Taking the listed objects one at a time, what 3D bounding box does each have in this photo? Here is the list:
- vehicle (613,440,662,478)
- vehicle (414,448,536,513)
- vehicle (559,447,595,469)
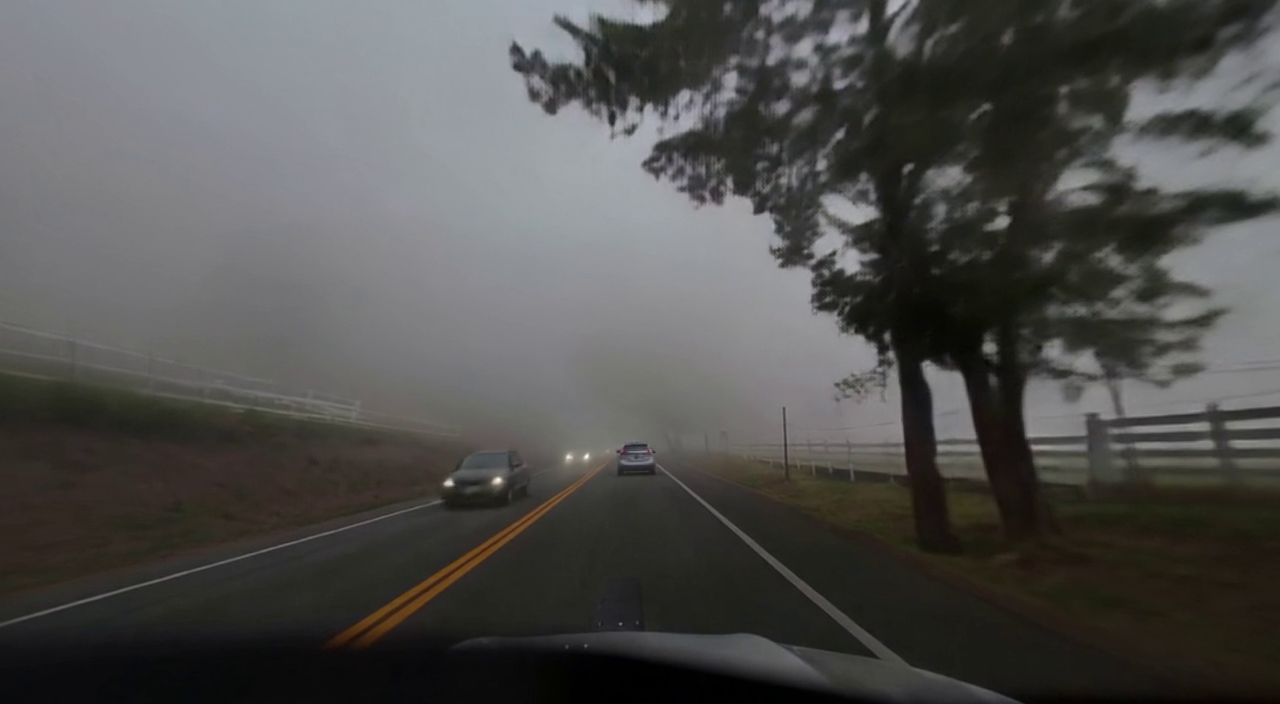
[{"bbox_3d":[-0.123,5.061,30.086,2.158,1.669,4.006,0,-9,-1],"label":"vehicle"},{"bbox_3d":[-4.234,3.335,17.030,2.092,1.490,4.422,0,-9,0],"label":"vehicle"},{"bbox_3d":[-4.551,7.690,46.133,2.107,1.534,4.752,0,-9,1],"label":"vehicle"}]
